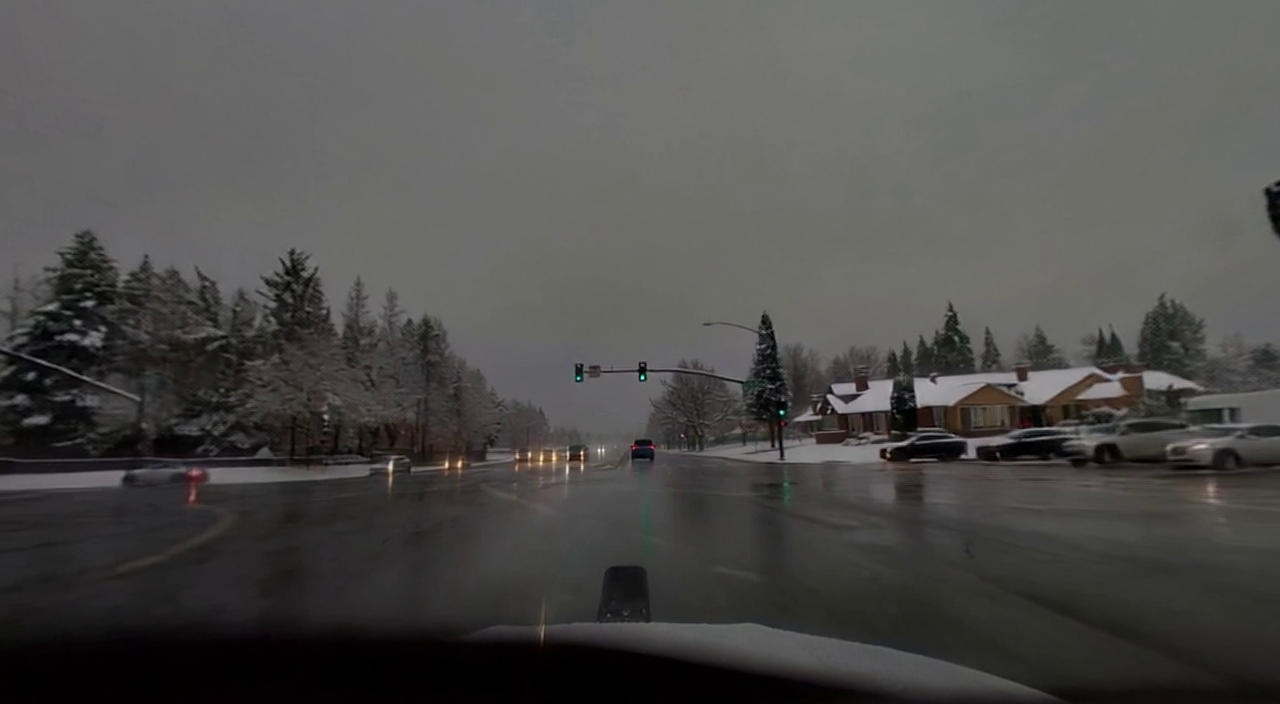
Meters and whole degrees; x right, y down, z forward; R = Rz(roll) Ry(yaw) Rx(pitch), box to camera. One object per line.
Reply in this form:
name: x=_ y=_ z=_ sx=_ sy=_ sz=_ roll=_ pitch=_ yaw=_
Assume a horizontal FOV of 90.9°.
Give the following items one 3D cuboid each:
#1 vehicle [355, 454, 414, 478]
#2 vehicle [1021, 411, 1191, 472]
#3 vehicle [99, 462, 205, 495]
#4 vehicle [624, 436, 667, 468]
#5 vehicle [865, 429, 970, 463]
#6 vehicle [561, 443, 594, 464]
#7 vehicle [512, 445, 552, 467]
vehicle: x=-19.270 y=8.607 z=47.785 sx=2.164 sy=1.556 sz=4.678 roll=-2 pitch=-8 yaw=5
vehicle: x=17.524 y=3.394 z=23.895 sx=4.554 sy=1.704 sz=2.121 roll=-7 pitch=-8 yaw=2
vehicle: x=-26.825 y=6.937 z=34.741 sx=4.403 sy=1.511 sz=2.024 roll=6 pitch=-10 yaw=-38
vehicle: x=0.318 y=5.984 z=37.826 sx=2.437 sy=1.737 sz=4.420 roll=-1 pitch=-8 yaw=0
vehicle: x=15.212 y=5.200 z=34.777 sx=4.732 sy=1.713 sz=2.257 roll=-1 pitch=-8 yaw=3
vehicle: x=-4.742 y=7.761 z=48.392 sx=1.994 sy=1.494 sz=4.599 roll=-1 pitch=-8 yaw=1
vehicle: x=-7.804 y=7.535 z=45.940 sx=2.154 sy=1.499 sz=4.461 roll=-1 pitch=-8 yaw=0
